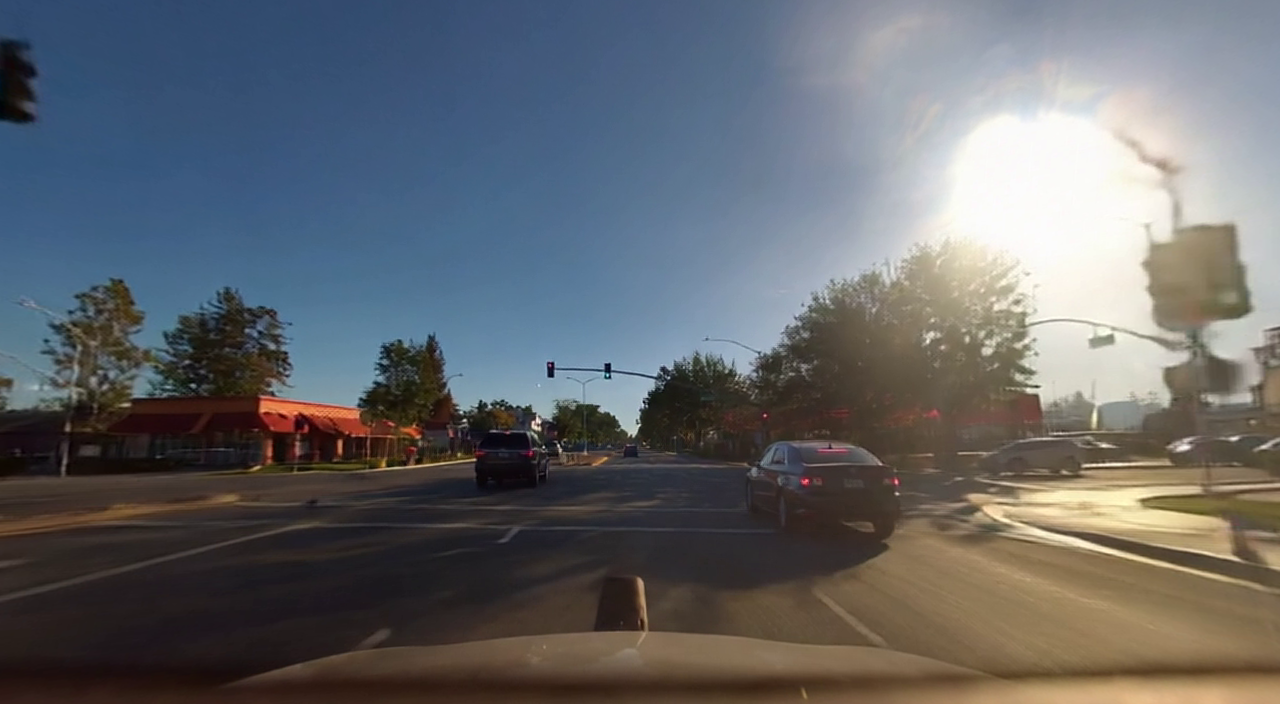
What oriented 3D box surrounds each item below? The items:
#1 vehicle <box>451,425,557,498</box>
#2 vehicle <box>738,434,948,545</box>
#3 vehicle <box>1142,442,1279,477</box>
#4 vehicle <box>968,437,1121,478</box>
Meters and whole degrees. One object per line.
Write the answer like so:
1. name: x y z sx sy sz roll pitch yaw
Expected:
1. vehicle: -3.705 3.085 18.137 1.997 1.806 4.500 0 -9 1
2. vehicle: 3.174 2.256 11.140 1.975 1.502 4.787 0 -9 -2
3. vehicle: 27.938 5.246 31.032 4.874 1.625 1.930 0 -9 0
4. vehicle: 19.988 5.223 31.415 5.886 1.798 2.407 -1 -9 0
